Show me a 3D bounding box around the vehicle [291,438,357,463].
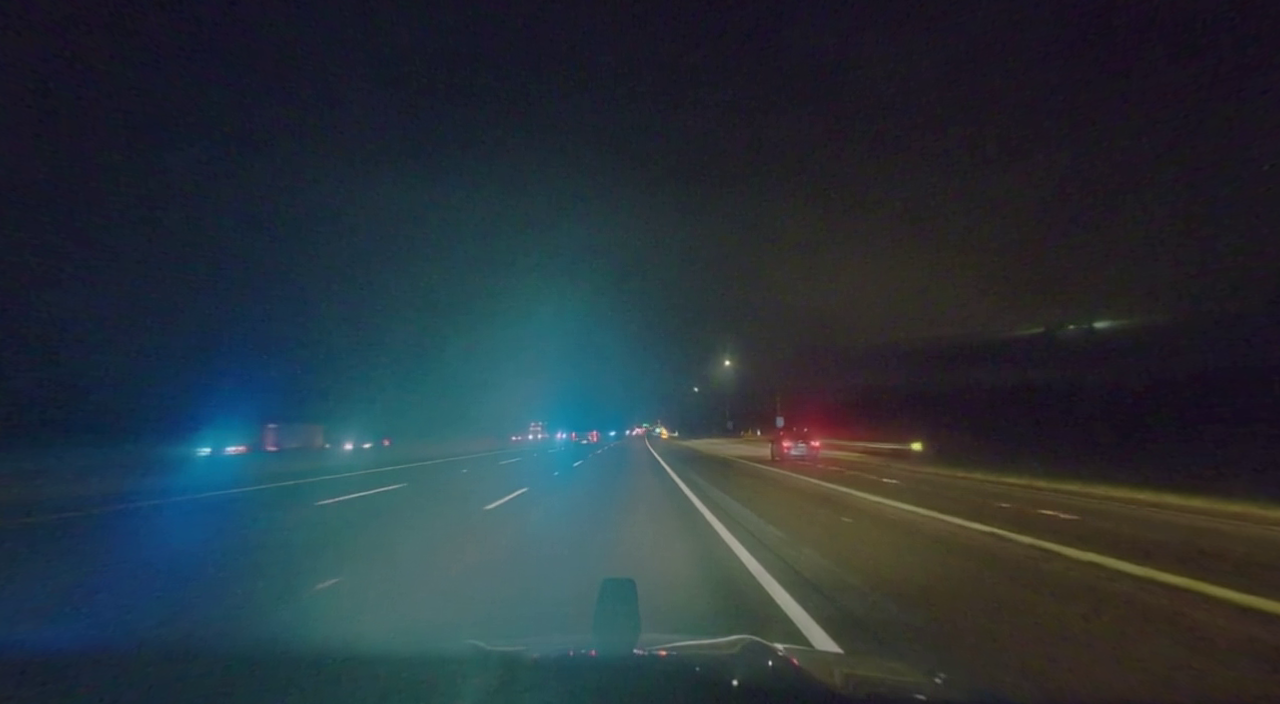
[{"bbox_3d":[-20.346,6.321,40.698,1.885,1.493,4.479,0,-8,0],"label":"vehicle"}]

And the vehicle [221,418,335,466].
[{"bbox_3d":[-24.728,6.236,43.631,2.801,2.969,8.618,0,-8,-1],"label":"vehicle"}]

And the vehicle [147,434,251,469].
[{"bbox_3d":[-24.554,5.520,35.315,2.084,1.814,5.135,0,-8,0],"label":"vehicle"}]
